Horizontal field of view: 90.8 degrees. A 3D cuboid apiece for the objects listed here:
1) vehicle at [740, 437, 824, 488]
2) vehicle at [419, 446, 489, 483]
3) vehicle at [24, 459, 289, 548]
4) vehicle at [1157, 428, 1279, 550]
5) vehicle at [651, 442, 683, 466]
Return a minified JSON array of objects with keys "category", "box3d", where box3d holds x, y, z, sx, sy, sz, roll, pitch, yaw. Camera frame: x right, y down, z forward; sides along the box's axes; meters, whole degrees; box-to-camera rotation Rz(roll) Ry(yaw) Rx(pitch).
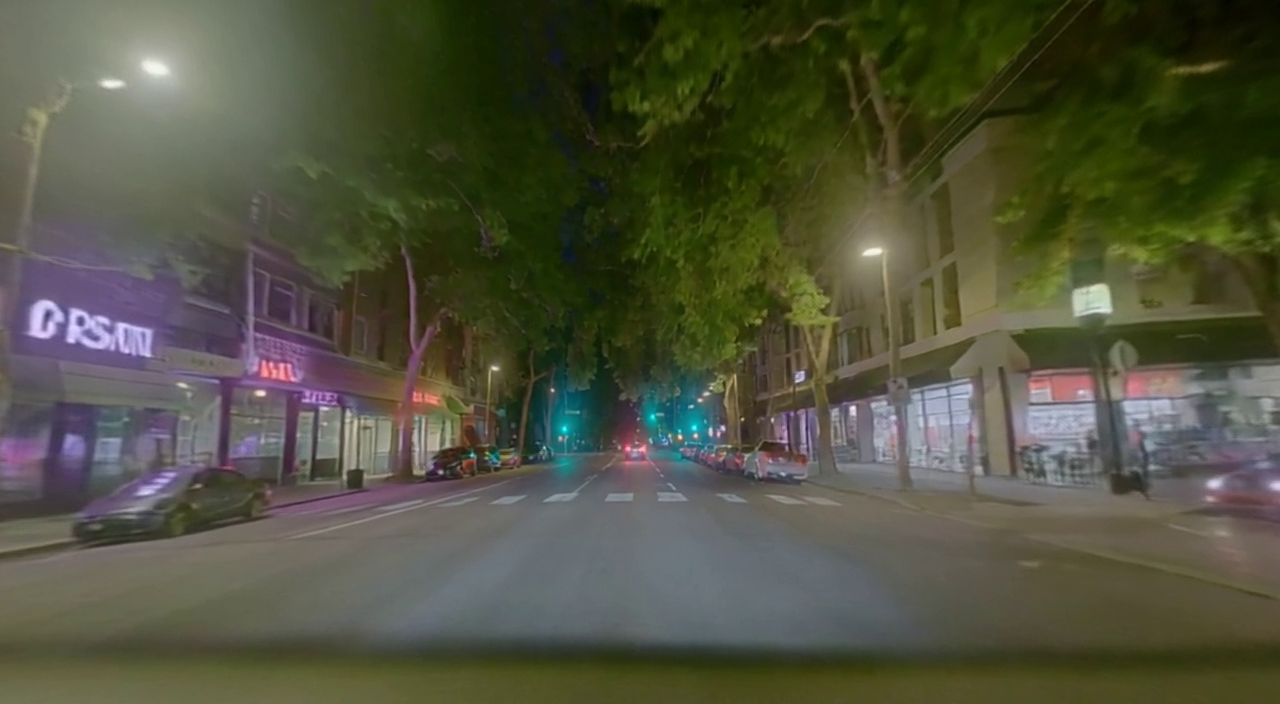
[{"category":"vehicle","box3d":[5.488,4.323,25.115,2.042,1.787,5.110,0,-9,-1]},{"category":"vehicle","box3d":[-10.050,6.109,34.661,2.081,1.819,5.607,0,-9,0]},{"category":"vehicle","box3d":[-9.829,3.066,13.588,1.802,1.397,5.226,0,-8,-3]},{"category":"vehicle","box3d":[10.861,1.953,9.319,4.563,1.633,2.144,0,-9,-1]},{"category":"vehicle","box3d":[1.820,7.167,44.556,1.998,1.580,4.015,0,-9,-1]}]
